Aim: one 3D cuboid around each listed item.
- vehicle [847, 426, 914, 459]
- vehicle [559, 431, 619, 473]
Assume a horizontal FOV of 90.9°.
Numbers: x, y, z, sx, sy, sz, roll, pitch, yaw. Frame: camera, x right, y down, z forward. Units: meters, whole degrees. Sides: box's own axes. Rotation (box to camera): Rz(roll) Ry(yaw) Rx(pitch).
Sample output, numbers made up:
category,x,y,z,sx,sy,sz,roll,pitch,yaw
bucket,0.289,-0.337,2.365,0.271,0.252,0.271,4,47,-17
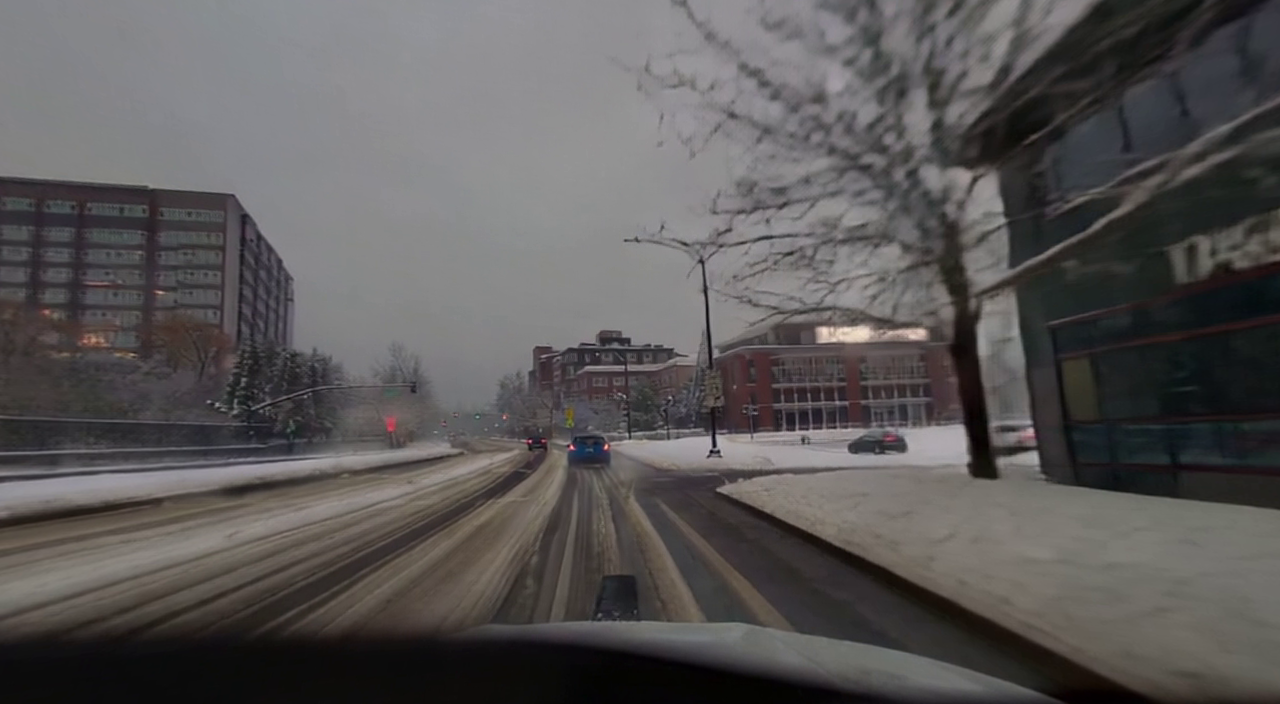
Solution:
category,x,y,z,sx,sy,sz,roll,pitch,yaw
vehicle,16.581,6.323,43.665,1.932,1.762,4.835,1,-13,-11
vehicle,-2.146,4.047,25.788,2.231,1.572,4.227,1,-8,-6
